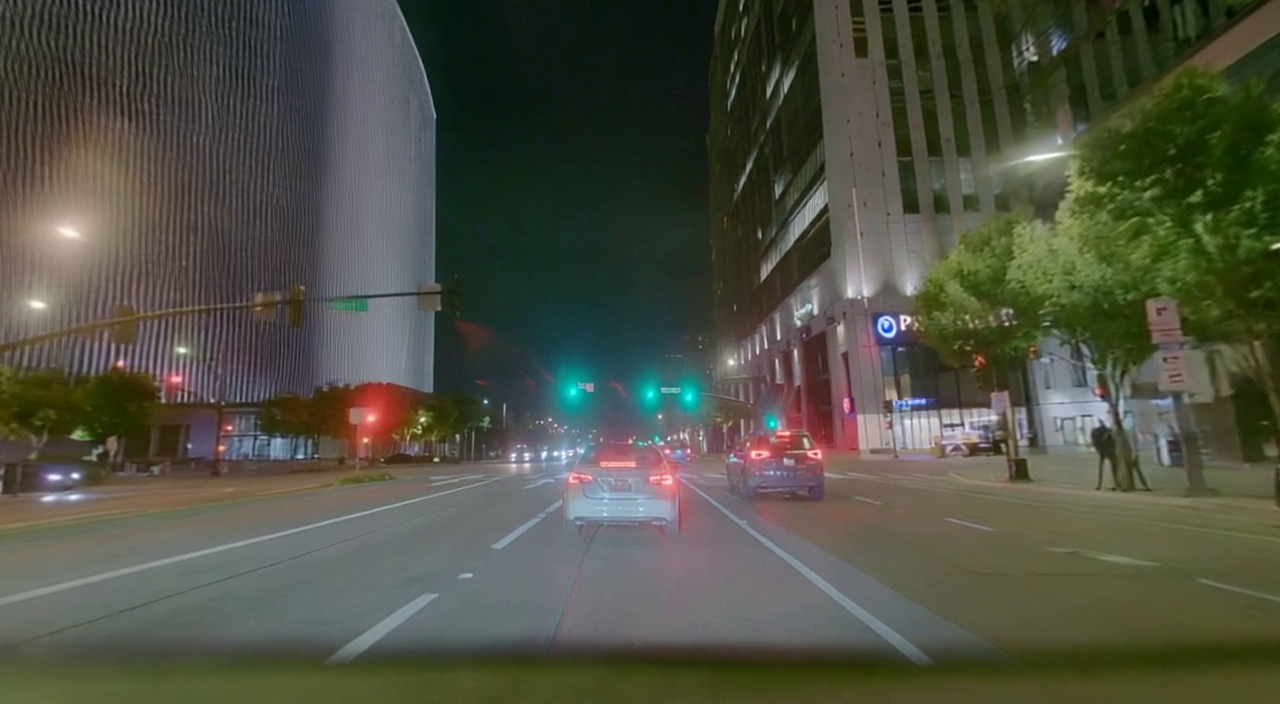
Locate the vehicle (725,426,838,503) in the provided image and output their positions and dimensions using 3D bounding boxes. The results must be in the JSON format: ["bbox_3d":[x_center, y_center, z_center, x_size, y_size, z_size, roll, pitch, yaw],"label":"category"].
[{"bbox_3d":[3.645,2.954,17.138,2.078,1.799,4.089,1,-7,-1],"label":"vehicle"}]

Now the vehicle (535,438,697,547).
[{"bbox_3d":[-0.352,2.142,10.419,2.144,1.398,3.963,1,-7,-1],"label":"vehicle"}]

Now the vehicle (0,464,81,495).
[{"bbox_3d":[-34.826,7.165,35.542,4.470,1.556,2.231,0,-8,-3],"label":"vehicle"}]

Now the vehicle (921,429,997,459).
[{"bbox_3d":[24.265,7.032,48.172,4.384,2.000,2.345,1,-14,-4],"label":"vehicle"}]
